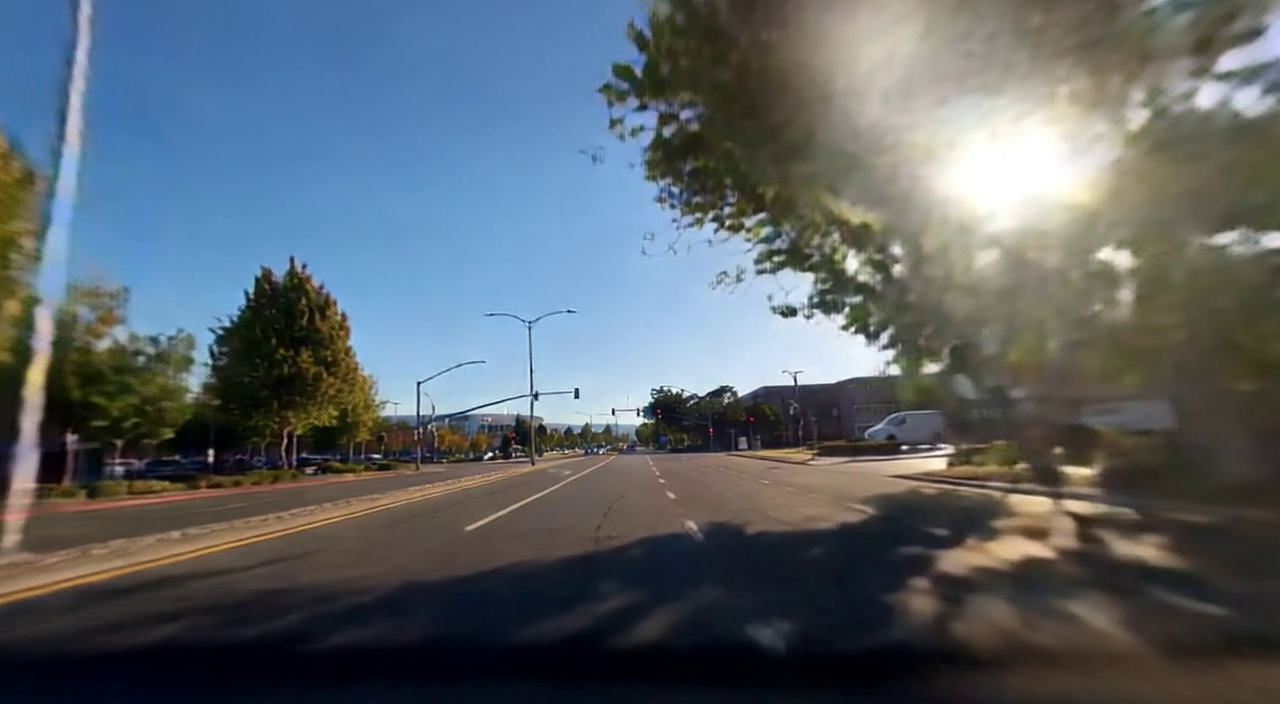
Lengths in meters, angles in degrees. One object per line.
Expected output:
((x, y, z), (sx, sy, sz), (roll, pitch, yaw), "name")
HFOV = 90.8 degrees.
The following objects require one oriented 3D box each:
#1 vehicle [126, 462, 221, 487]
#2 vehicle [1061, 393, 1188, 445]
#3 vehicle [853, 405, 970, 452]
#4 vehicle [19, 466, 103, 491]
((-31.302, 8.229, 42.483), (4.713, 1.607, 2.022), (0, -9, 0), "vehicle")
((32.332, 4.680, 42.622), (2.751, 3.197, 7.018), (0, -8, -2), "vehicle")
((20.175, 5.765, 47.253), (7.304, 3.335, 2.869), (0, -9, -3), "vehicle")
((-44.061, 9.623, 48.122), (4.422, 1.485, 1.966), (-3, -8, -3), "vehicle")
